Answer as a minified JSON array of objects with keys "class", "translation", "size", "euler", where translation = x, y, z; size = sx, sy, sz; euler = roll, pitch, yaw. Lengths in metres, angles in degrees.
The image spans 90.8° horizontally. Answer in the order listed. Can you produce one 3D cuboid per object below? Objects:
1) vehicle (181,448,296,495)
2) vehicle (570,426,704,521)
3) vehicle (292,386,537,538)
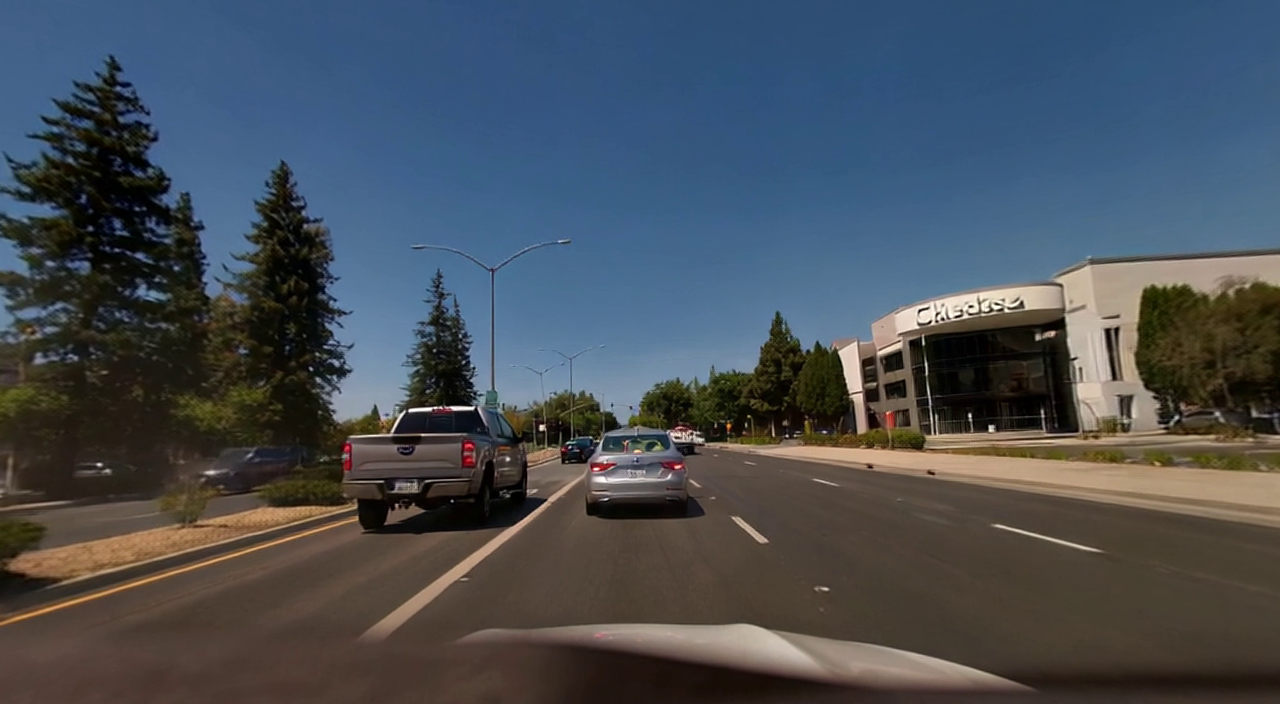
[{"class":"vehicle","translation":[-14.391,4.261,22.951],"size":[1.737,1.498,3.854],"euler":[0,-8,-2]},{"class":"vehicle","translation":[-0.116,2.224,12.075],"size":[2.126,1.475,3.967],"euler":[0,-8,-2]},{"class":"vehicle","translation":[-3.427,1.854,11.157],"size":[2.301,1.985,5.531],"euler":[0,-8,0]}]
